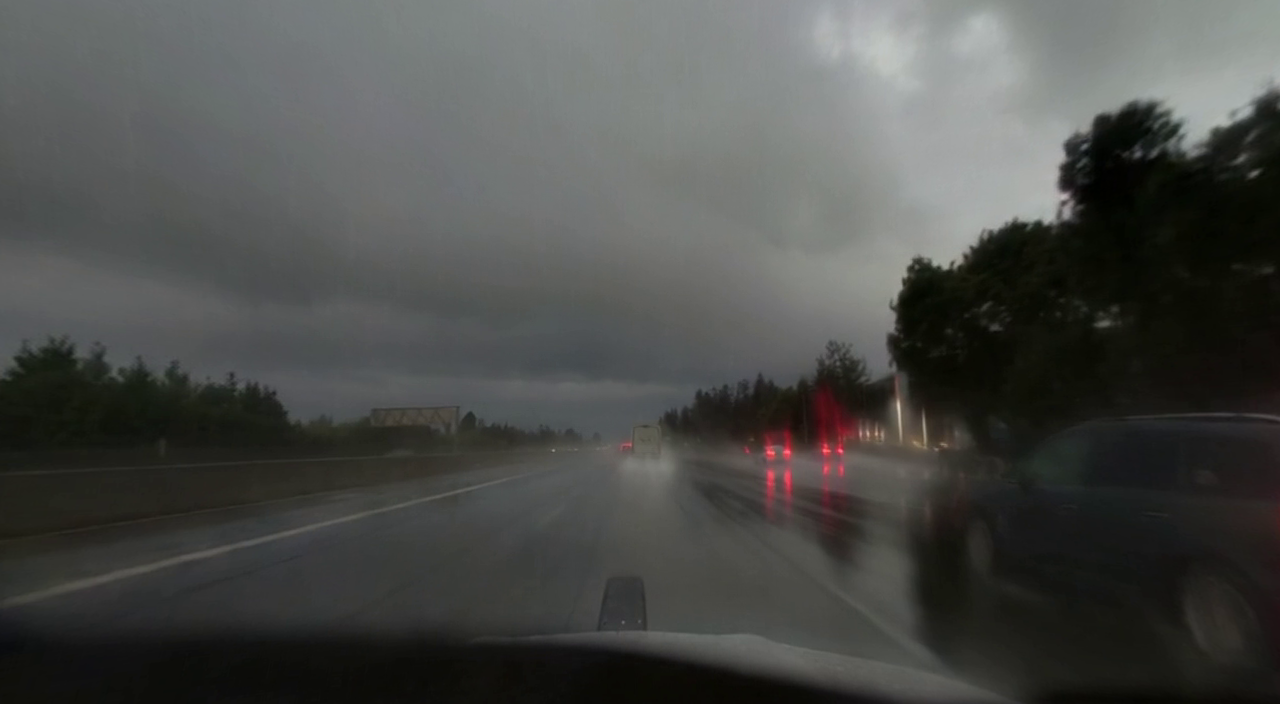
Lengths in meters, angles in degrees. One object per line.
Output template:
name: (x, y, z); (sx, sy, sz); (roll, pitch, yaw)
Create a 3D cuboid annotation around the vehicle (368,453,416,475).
vehicle: (-19.545, 8.847, 49.922); (1.884, 1.642, 4.551); (0, -9, 1)

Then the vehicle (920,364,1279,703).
vehicle: (3.927, 1.041, 3.994); (2.008, 1.595, 5.082); (0, -9, 1)

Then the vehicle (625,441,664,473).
vehicle: (0.228, 5.808, 34.836); (2.015, 1.639, 4.086); (0, -9, 0)
